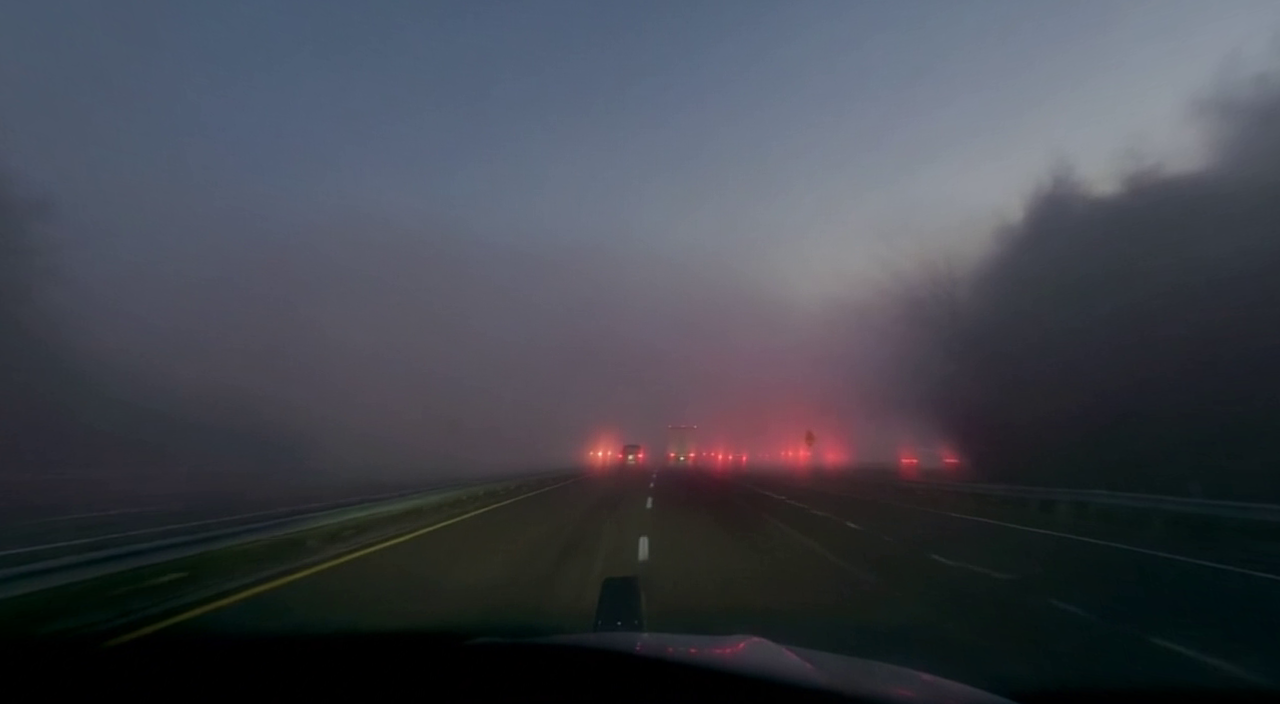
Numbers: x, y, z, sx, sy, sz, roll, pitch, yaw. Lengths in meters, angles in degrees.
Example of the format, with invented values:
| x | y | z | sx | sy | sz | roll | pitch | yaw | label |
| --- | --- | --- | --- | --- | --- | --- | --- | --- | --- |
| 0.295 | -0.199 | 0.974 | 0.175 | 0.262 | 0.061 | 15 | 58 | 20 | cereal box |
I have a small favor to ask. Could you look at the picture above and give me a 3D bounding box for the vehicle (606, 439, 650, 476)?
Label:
| x | y | z | sx | sy | sz | roll | pitch | yaw | label |
| --- | --- | --- | --- | --- | --- | --- | --- | --- | --- |
| -0.627 | 6.350 | 37.945 | 2.271 | 2.049 | 4.894 | -1 | -9 | 3 | vehicle |
